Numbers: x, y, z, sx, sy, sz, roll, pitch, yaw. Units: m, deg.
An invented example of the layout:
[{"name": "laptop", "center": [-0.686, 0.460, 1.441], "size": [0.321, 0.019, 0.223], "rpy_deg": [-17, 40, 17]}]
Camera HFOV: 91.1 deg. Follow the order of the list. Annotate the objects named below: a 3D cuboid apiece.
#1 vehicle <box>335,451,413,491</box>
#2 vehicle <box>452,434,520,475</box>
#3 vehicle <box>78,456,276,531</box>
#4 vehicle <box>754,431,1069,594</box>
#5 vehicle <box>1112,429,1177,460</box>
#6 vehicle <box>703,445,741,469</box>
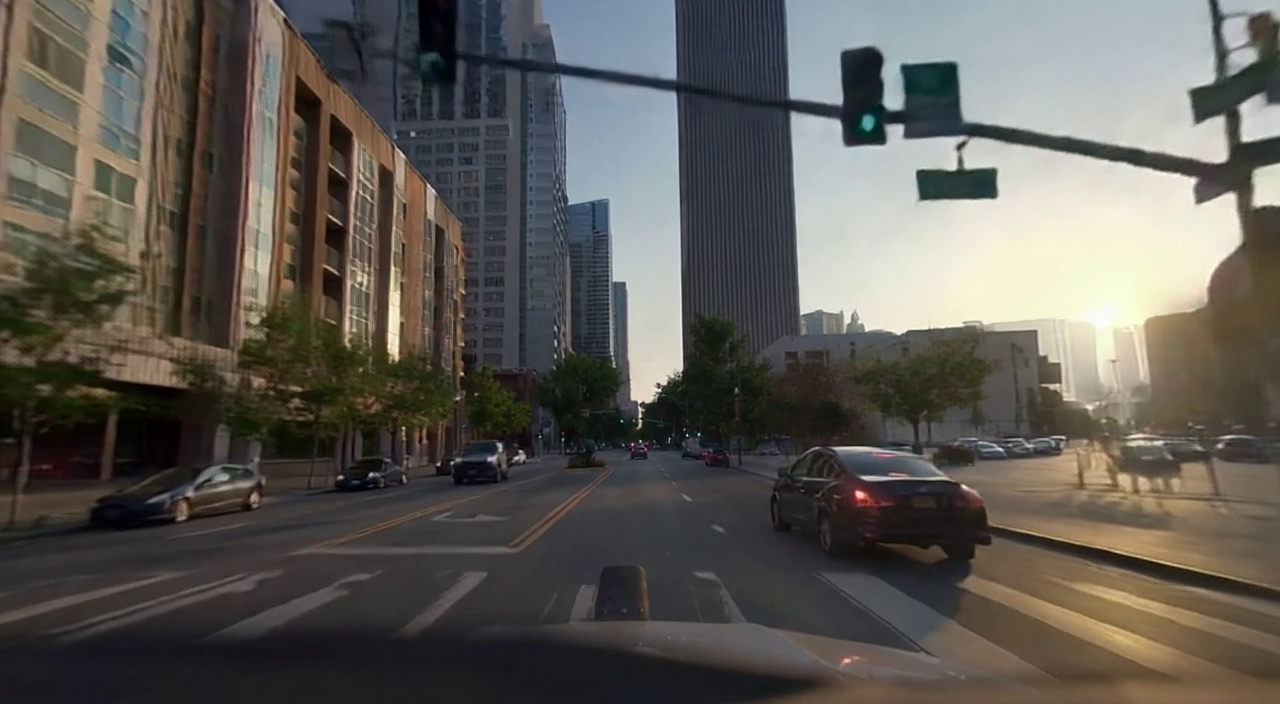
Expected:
[{"name": "vehicle", "center": [-12.237, 5.485, 29.221], "size": [1.867, 1.583, 4.108], "rpy_deg": [-1, -8, 0]}, {"name": "vehicle", "center": [-8.352, 5.603, 34.604], "size": [2.379, 2.086, 5.321], "rpy_deg": [0, -8, 0]}, {"name": "vehicle", "center": [-12.233, 3.717, 17.073], "size": [1.910, 1.511, 4.565], "rpy_deg": [-1, -7, 0]}, {"name": "vehicle", "center": [2.985, 1.849, 8.197], "size": [2.080, 1.524, 4.348], "rpy_deg": [0, -8, -1]}, {"name": "vehicle", "center": [32.400, 5.981, 40.484], "size": [2.005, 1.825, 4.889], "rpy_deg": [-5, -10, 25]}, {"name": "vehicle", "center": [6.006, 7.685, 46.221], "size": [2.003, 1.626, 4.480], "rpy_deg": [0, -8, -2]}]
